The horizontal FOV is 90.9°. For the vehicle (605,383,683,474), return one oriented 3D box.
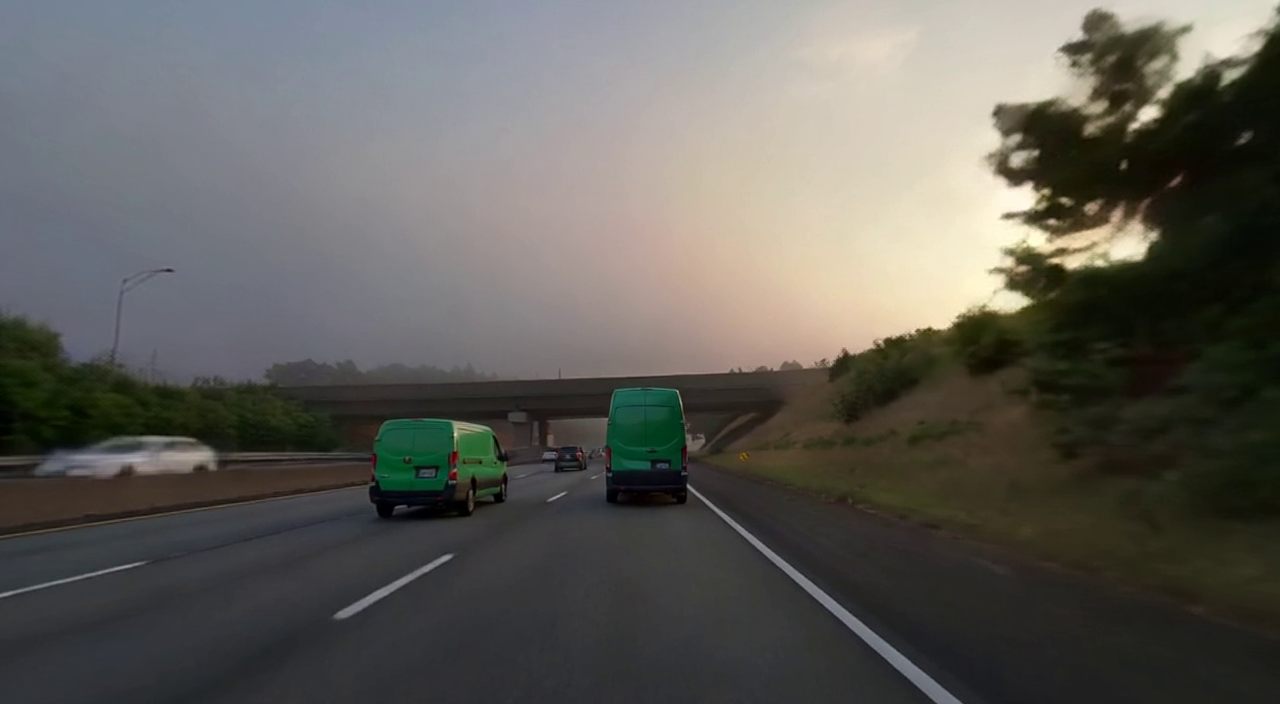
[{"bbox_3d":[0.451,4.648,35.915,3.289,3.822,18.653,0,-9,2],"label":"vehicle"}]

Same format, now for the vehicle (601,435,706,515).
[{"bbox_3d":[0.251,2.634,13.832,1.991,1.507,3.391,0,-9,0],"label":"vehicle"}]

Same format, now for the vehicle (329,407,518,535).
[{"bbox_3d":[-3.622,2.081,11.437,1.951,1.882,3.979,0,-9,0],"label":"vehicle"}]

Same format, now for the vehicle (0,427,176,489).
[{"bbox_3d":[-18.734,3.603,21.535,2.077,1.868,4.734,0,-9,0],"label":"vehicle"}]

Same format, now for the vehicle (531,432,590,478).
[{"bbox_3d":[-3.437,4.582,28.063,2.068,1.862,4.234,0,-9,0],"label":"vehicle"}]
